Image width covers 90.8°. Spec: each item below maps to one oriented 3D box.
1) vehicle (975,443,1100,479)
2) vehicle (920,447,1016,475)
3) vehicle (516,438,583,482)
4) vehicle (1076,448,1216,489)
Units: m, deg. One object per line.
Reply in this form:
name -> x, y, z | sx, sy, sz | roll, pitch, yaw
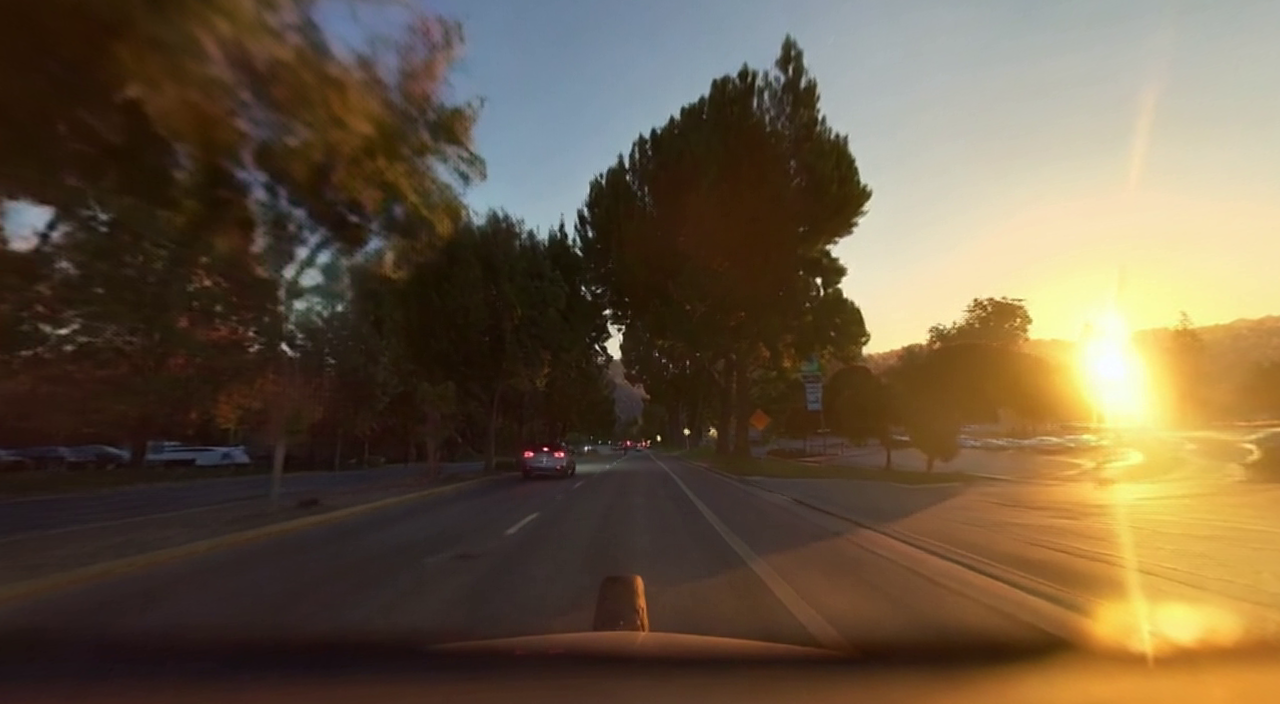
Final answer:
vehicle -> 18.488, 5.042, 29.520 | 4.520, 1.557, 2.056 | 1, -8, -7
vehicle -> 17.840, 5.911, 34.440 | 4.230, 1.384, 1.882 | 1, -8, -7
vehicle -> -3.458, 4.193, 24.911 | 2.030, 1.550, 3.925 | 0, -8, 1
vehicle -> 19.396, 4.446, 24.307 | 3.870, 1.459, 1.869 | 0, -8, -5
